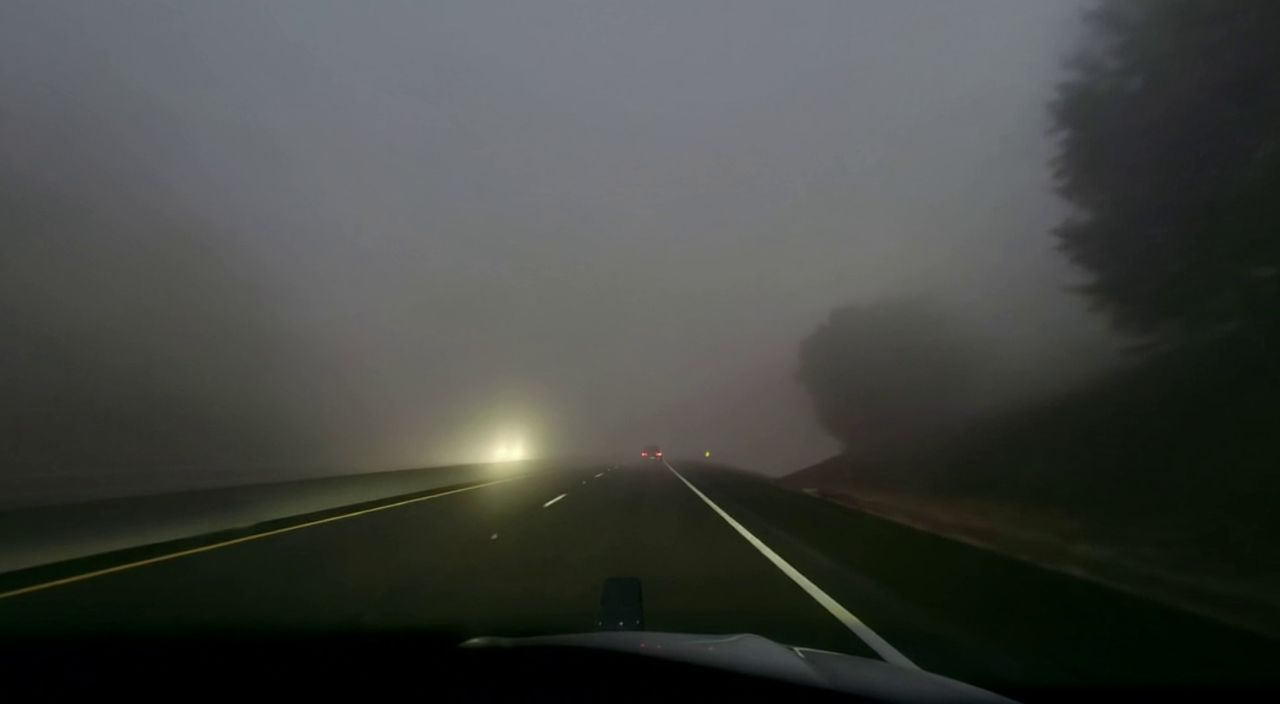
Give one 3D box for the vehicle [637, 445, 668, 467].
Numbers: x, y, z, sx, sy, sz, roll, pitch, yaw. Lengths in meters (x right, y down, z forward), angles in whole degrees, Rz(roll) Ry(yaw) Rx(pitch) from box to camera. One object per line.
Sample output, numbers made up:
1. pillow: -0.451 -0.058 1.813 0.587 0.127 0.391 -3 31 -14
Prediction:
1. vehicle: 0.980 7.820 47.545 2.221 1.603 4.149 0 -9 1
